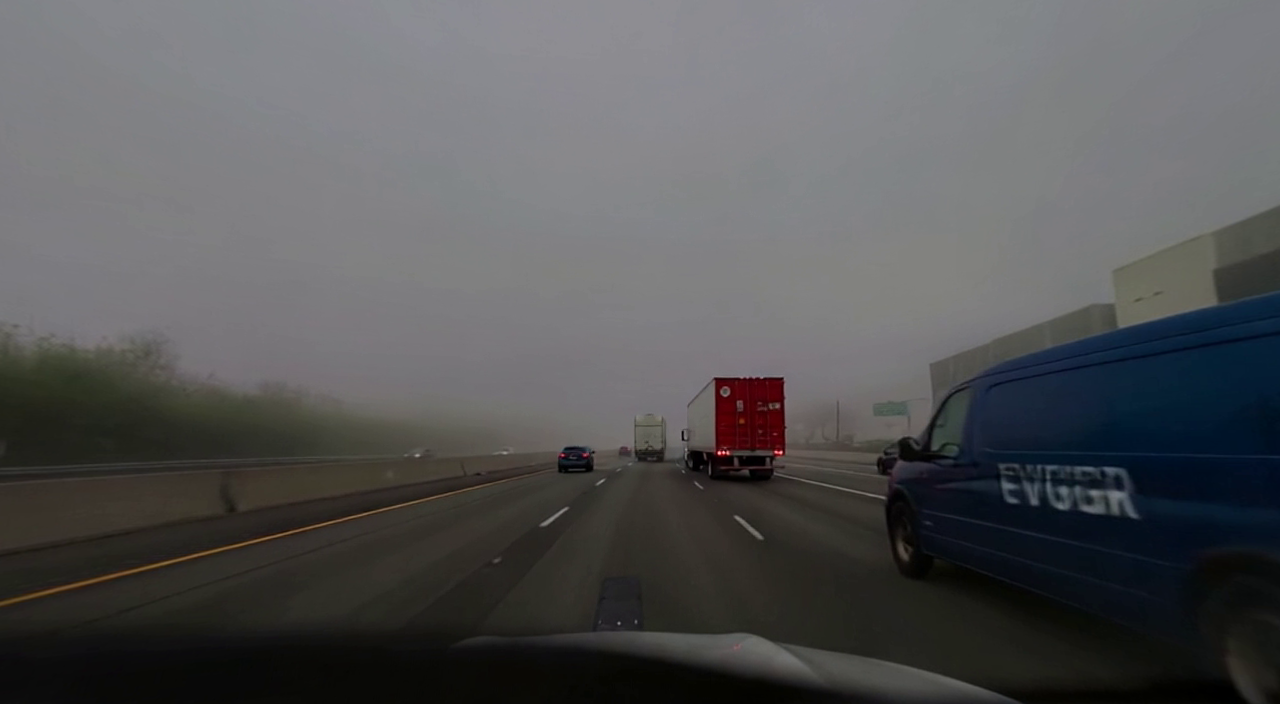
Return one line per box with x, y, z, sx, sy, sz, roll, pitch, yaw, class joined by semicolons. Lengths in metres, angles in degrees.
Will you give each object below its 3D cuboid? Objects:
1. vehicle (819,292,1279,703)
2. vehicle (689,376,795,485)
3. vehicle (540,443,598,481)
3.825;1.061;4.592;2.809;1.919;7.507;0;-9;0;vehicle
4.266;3.883;30.112;2.951;3.974;13.340;-1;-9;1;vehicle
-2.930;4.665;27.047;2.024;1.472;4.014;0;-8;0;vehicle
